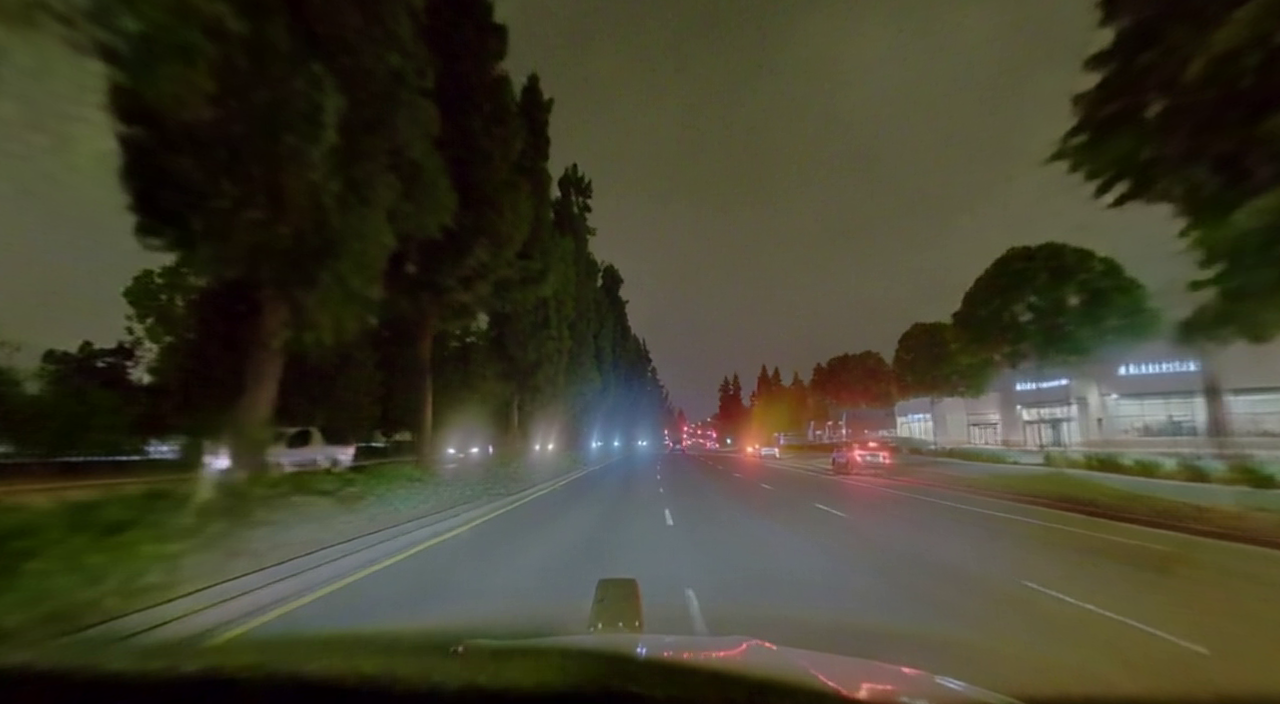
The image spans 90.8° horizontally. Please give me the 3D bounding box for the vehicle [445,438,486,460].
[{"bbox_3d":[-13.017,7.258,47.368,1.802,1.535,4.031,0,-9,1],"label":"vehicle"}]

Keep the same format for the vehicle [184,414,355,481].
[{"bbox_3d":[-14.516,3.855,25.569,2.626,2.310,6.781,0,-8,2],"label":"vehicle"}]

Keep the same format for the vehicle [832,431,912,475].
[{"bbox_3d":[11.232,4.943,31.008,2.264,1.958,5.135,-1,-9,4],"label":"vehicle"}]
